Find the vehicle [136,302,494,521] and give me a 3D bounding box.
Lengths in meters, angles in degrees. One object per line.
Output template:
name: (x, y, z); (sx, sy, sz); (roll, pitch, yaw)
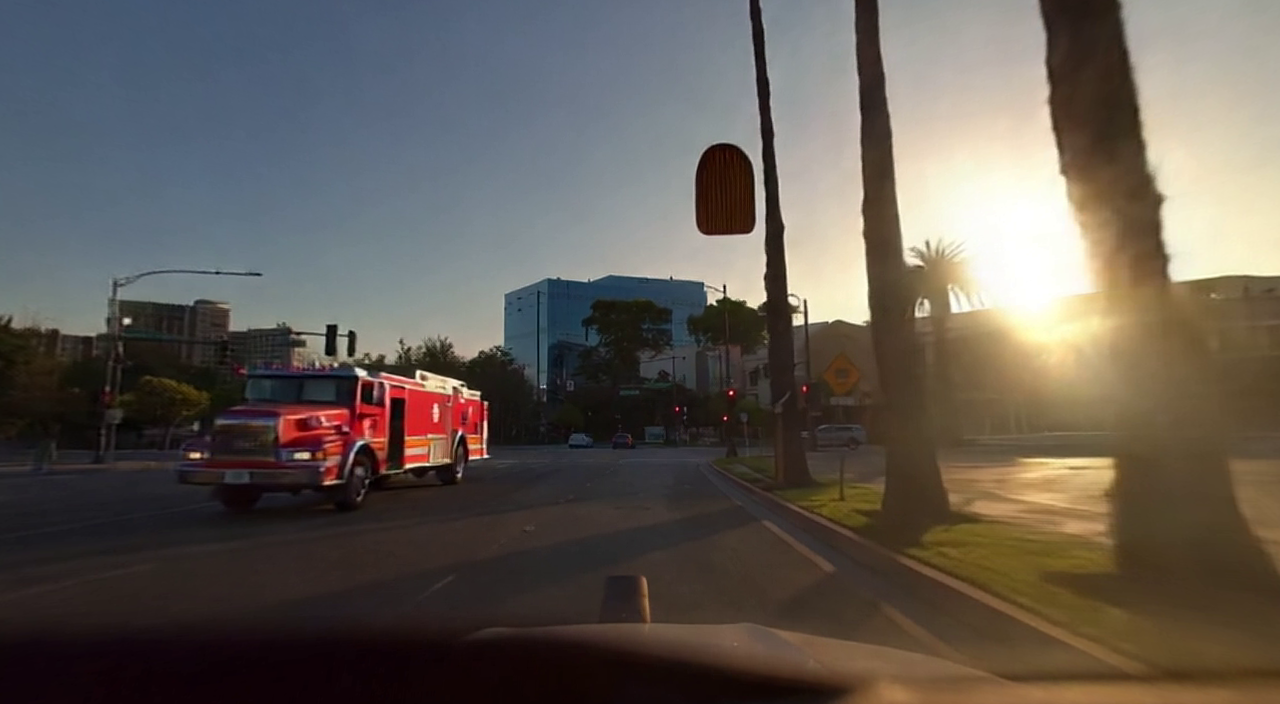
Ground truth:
vehicle: (-6.845, 1.826, 16.558); (3.008, 3.730, 11.786); (0, -8, 1)
